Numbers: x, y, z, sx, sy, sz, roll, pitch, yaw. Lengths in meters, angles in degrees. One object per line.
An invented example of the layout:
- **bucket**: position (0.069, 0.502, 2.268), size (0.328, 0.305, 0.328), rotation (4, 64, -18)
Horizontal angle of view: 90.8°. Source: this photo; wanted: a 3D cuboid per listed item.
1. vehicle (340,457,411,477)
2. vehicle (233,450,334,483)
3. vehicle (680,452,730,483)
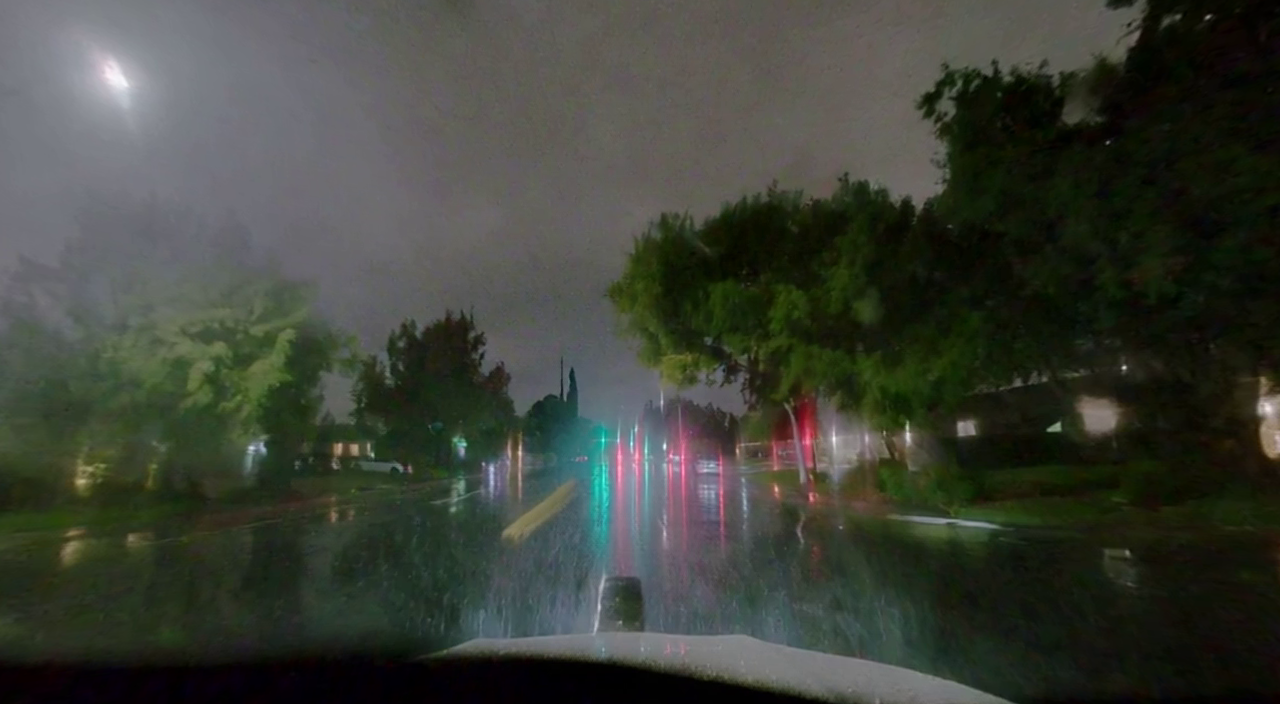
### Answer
- **vehicle**: position (-19.183, 8.348, 45.933), size (4.326, 1.355, 1.812), rotation (1, -9, -4)
- **vehicle**: position (-20.287, 6.528, 36.134), size (4.496, 1.823, 2.046), rotation (1, -9, -6)
- **vehicle**: position (3.402, 6.158, 33.841), size (2.014, 1.498, 4.484), rotation (1, -9, -3)
